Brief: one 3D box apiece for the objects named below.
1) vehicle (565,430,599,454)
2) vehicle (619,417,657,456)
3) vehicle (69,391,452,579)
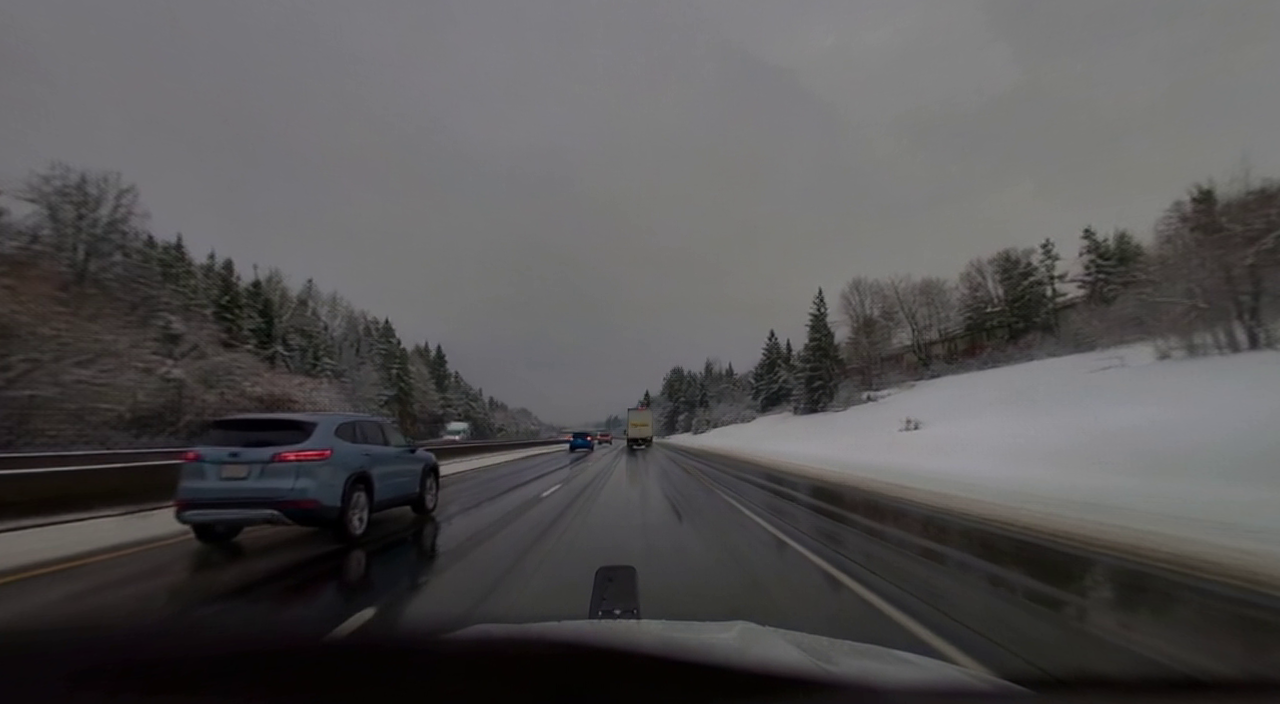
[{"bbox_3d":[-4.255,6.700,46.942,2.049,1.726,4.291,0,-8,0],"label":"vehicle"},{"bbox_3d":[-0.175,5.932,44.096,2.526,2.531,5.026,0,-8,-1],"label":"vehicle"},{"bbox_3d":[-4.012,1.471,7.796,2.045,1.655,4.301,0,-8,0],"label":"vehicle"}]
